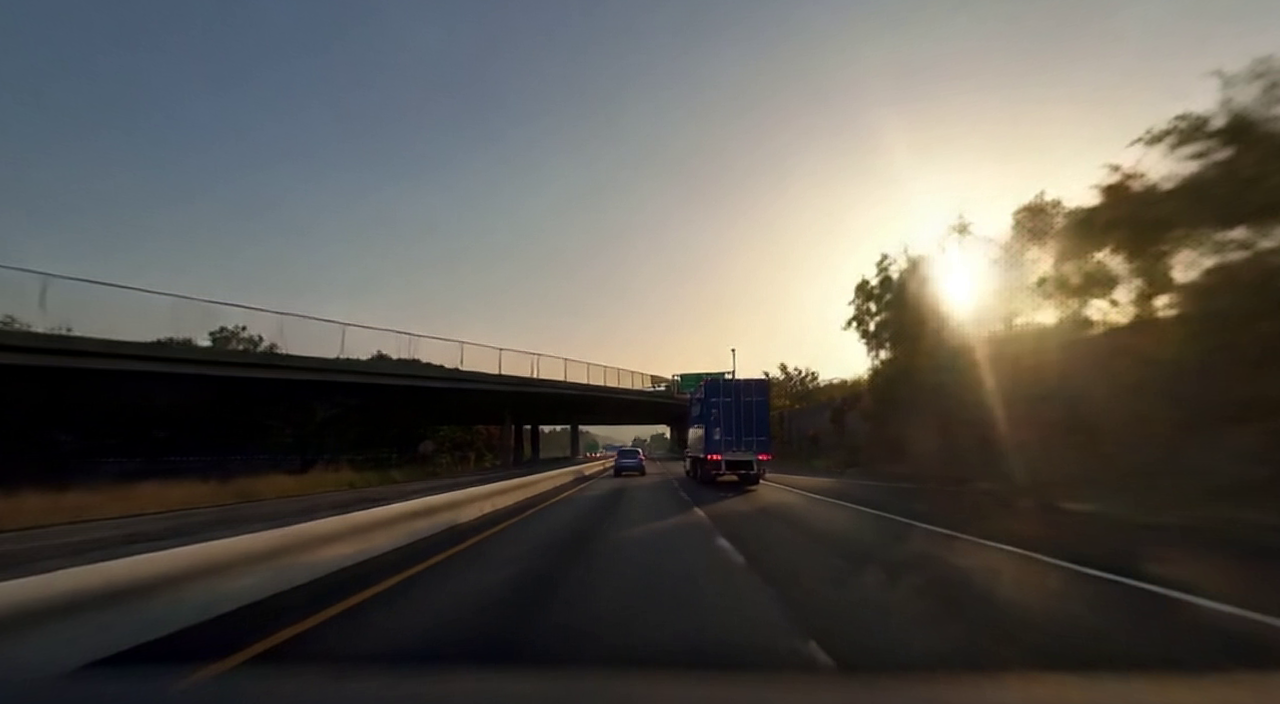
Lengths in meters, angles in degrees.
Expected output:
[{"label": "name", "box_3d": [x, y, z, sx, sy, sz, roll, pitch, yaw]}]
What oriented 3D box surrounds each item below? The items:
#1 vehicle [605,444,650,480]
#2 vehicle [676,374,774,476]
[{"label": "vehicle", "box_3d": [-0.572, 5.585, 32.092, 2.160, 1.691, 4.243, 0, -9, 1]}, {"label": "vehicle", "box_3d": [3.958, 4.155, 33.433, 3.167, 4.180, 14.924, 1, -9, 0]}]
